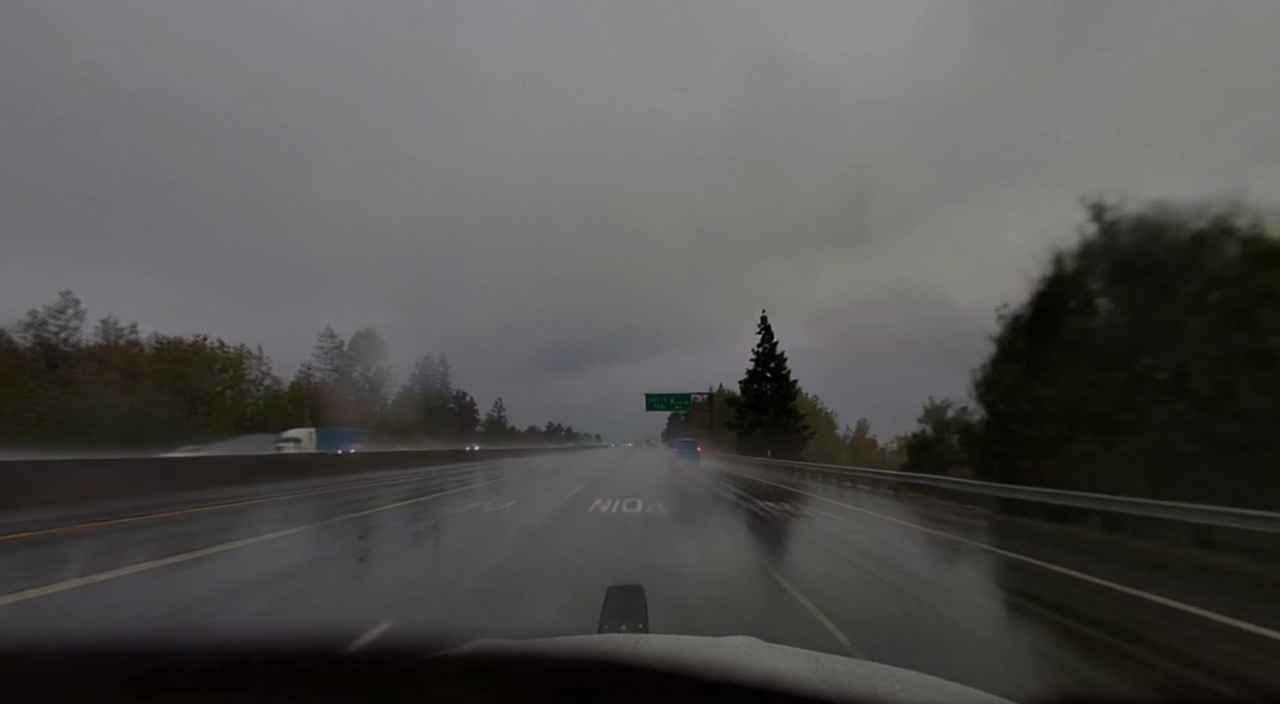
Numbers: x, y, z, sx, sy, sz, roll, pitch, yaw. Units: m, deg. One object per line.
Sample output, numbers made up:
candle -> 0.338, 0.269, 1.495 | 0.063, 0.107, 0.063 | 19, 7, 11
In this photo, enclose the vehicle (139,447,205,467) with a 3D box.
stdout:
vehicle -> -36.801, 8.245, 49.712 | 1.826, 1.471, 4.419 | 0, -9, 0
